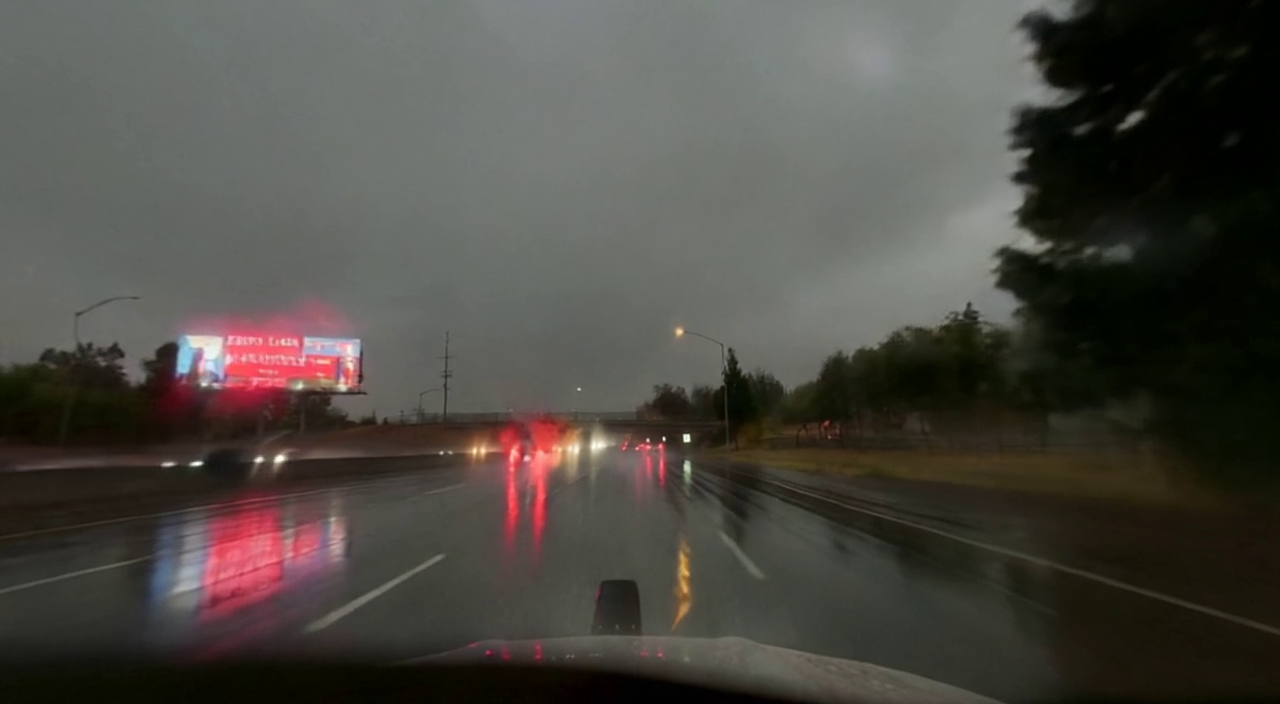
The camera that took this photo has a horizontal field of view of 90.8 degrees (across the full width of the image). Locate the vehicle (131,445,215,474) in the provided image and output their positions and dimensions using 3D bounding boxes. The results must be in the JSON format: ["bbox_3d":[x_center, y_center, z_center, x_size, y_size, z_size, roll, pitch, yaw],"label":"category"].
[{"bbox_3d":[-23.188,5.339,31.487,1.475,1.335,3.354,1,-8,2],"label":"vehicle"}]

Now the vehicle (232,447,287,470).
[{"bbox_3d":[-25.656,7.157,42.691,1.563,1.409,3.402,1,-9,0],"label":"vehicle"}]

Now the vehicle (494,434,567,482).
[{"bbox_3d":[-4.306,4.270,25.656,2.102,1.727,4.704,0,-9,0],"label":"vehicle"}]
